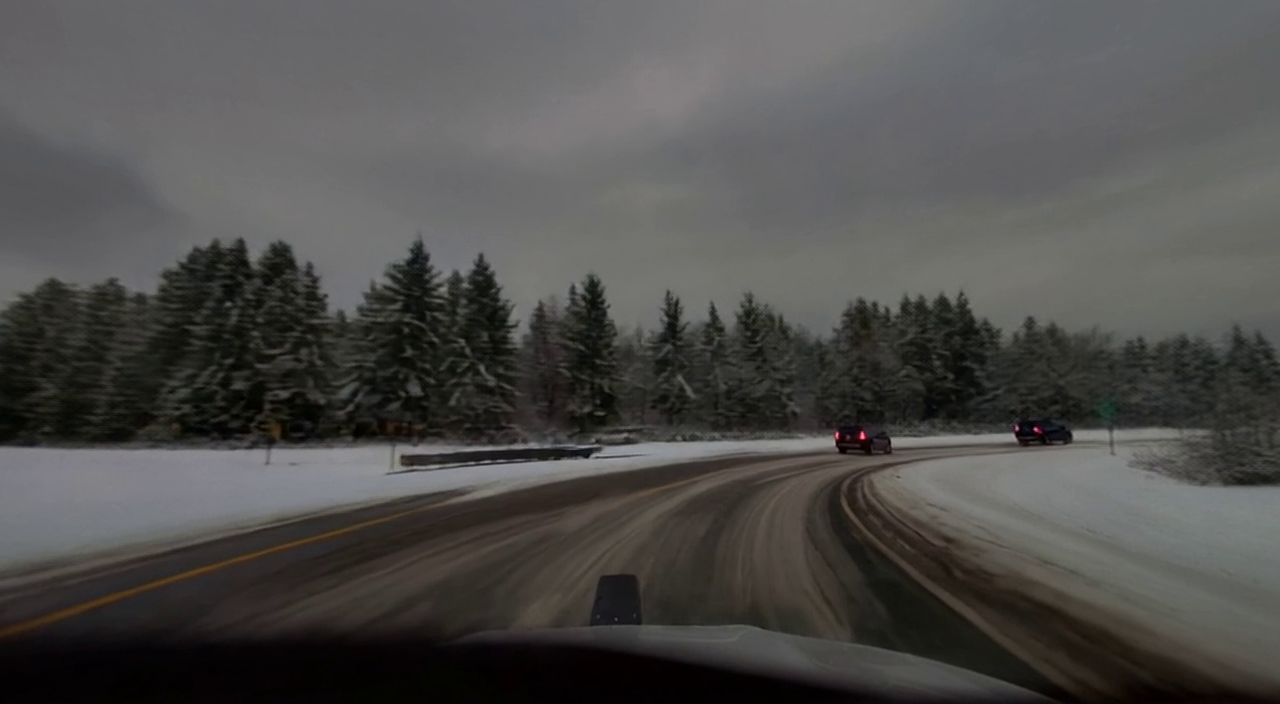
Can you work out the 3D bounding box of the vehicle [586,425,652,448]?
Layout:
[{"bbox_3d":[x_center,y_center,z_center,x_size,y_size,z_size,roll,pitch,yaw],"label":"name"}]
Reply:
[{"bbox_3d":[-1.547,6.177,46.043,4.415,1.617,1.957,3,-8,-17],"label":"vehicle"}]
